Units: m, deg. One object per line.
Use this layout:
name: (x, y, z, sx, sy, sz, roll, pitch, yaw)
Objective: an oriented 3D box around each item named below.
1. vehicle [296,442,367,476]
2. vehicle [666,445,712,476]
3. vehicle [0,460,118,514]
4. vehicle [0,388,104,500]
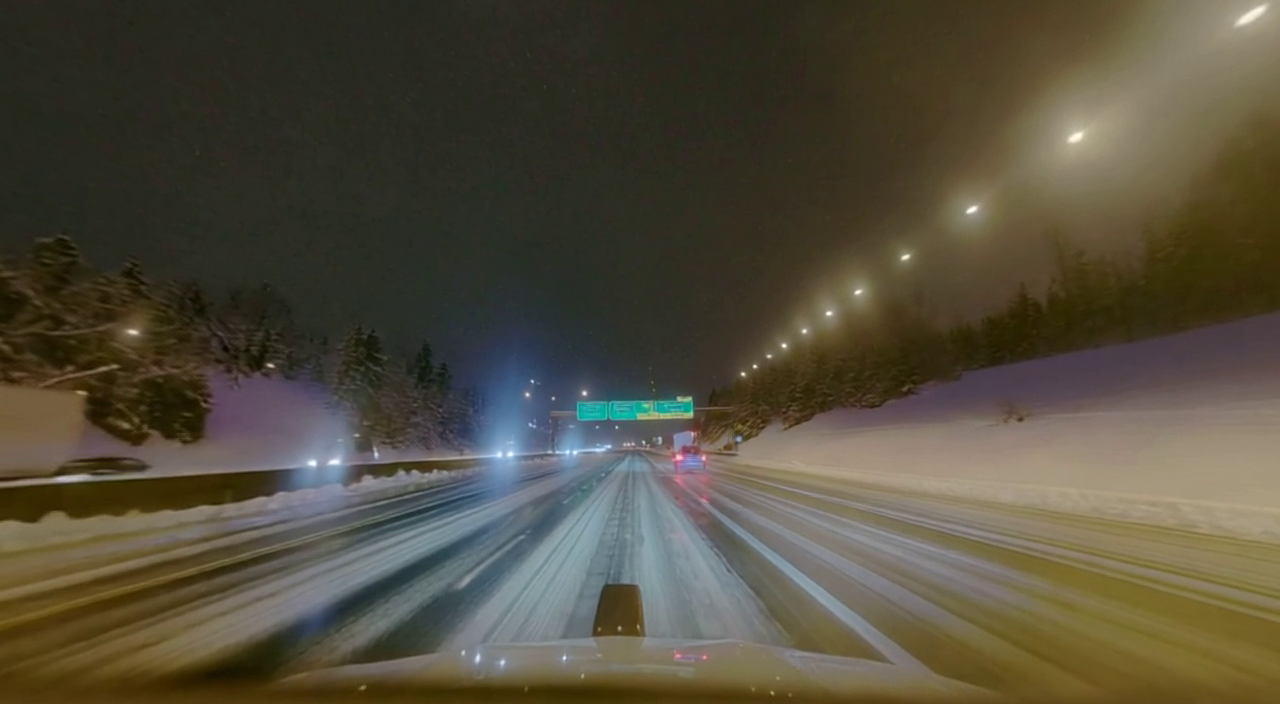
vehicle: (-21.699, 7.532, 44.506, 2.355, 2.198, 5.349, 0, -9, -1)
vehicle: (2.542, 5.814, 33.881, 2.055, 1.501, 4.321, 0, -9, -1)
vehicle: (-18.694, 4.048, 19.150, 1.843, 1.430, 4.316, 0, -9, 0)
vehicle: (-23.036, 3.059, 20.923, 2.827, 3.758, 8.343, 0, -9, 0)
